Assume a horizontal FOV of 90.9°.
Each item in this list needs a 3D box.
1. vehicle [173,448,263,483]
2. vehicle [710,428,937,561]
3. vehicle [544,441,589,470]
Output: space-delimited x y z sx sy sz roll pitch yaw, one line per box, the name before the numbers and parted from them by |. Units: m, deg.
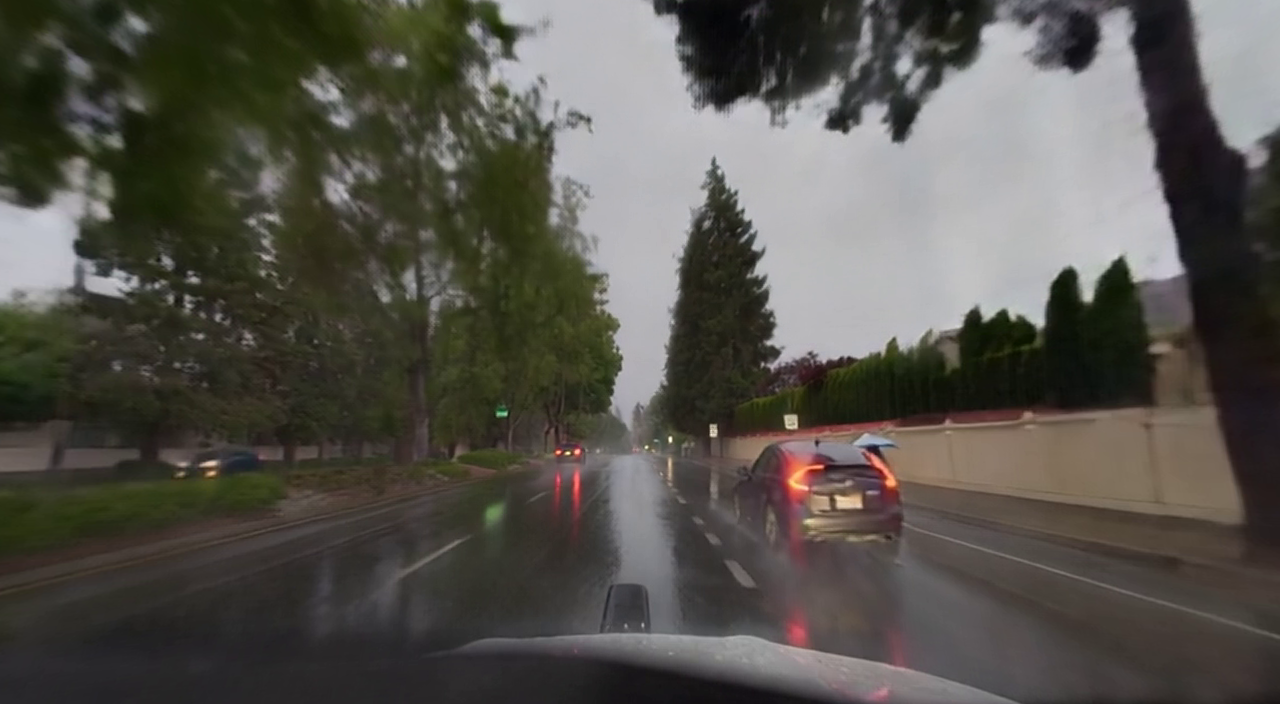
vehicle | -21.936 5.884 32.966 1.816 1.717 4.024 0 -9 0
vehicle | 2.372 1.983 9.550 1.992 1.511 4.464 1 -9 -1
vehicle | -4.108 5.866 35.890 2.011 1.480 4.517 0 -9 0
